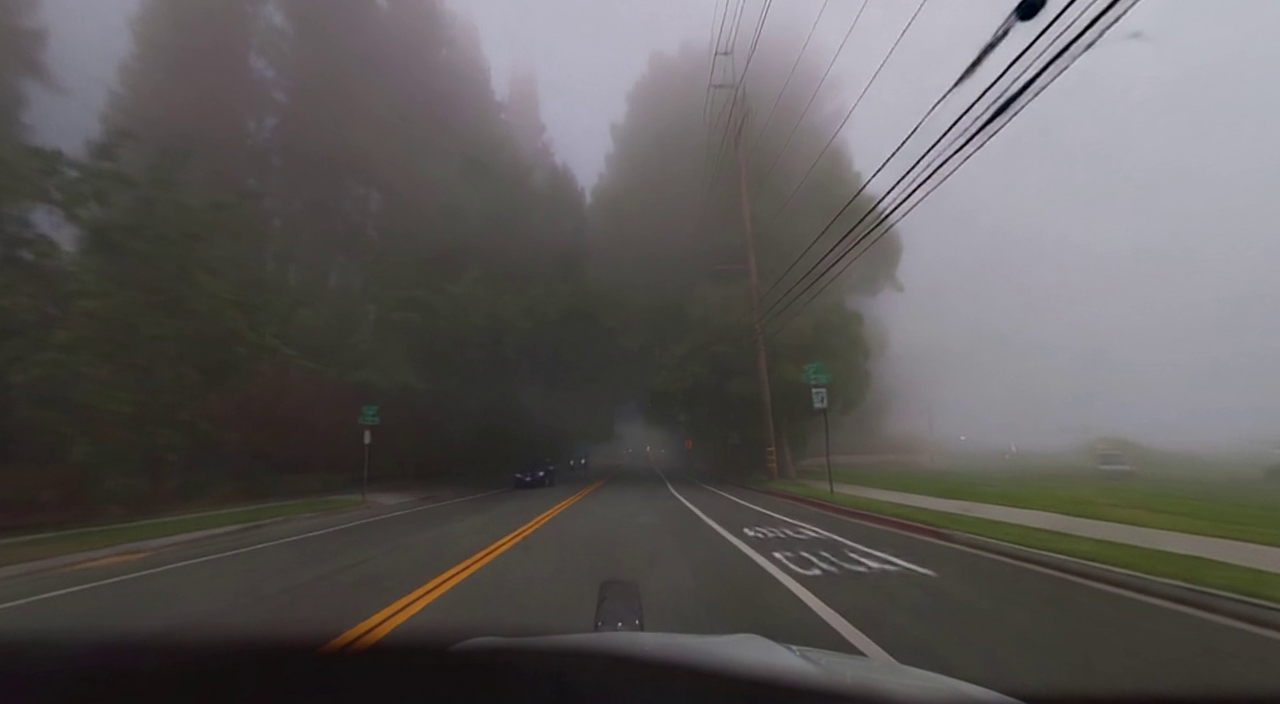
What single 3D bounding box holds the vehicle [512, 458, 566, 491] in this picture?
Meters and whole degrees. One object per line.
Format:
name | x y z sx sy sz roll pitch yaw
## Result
vehicle | -4.850 5.939 30.839 1.966 1.468 4.207 0 -10 0
